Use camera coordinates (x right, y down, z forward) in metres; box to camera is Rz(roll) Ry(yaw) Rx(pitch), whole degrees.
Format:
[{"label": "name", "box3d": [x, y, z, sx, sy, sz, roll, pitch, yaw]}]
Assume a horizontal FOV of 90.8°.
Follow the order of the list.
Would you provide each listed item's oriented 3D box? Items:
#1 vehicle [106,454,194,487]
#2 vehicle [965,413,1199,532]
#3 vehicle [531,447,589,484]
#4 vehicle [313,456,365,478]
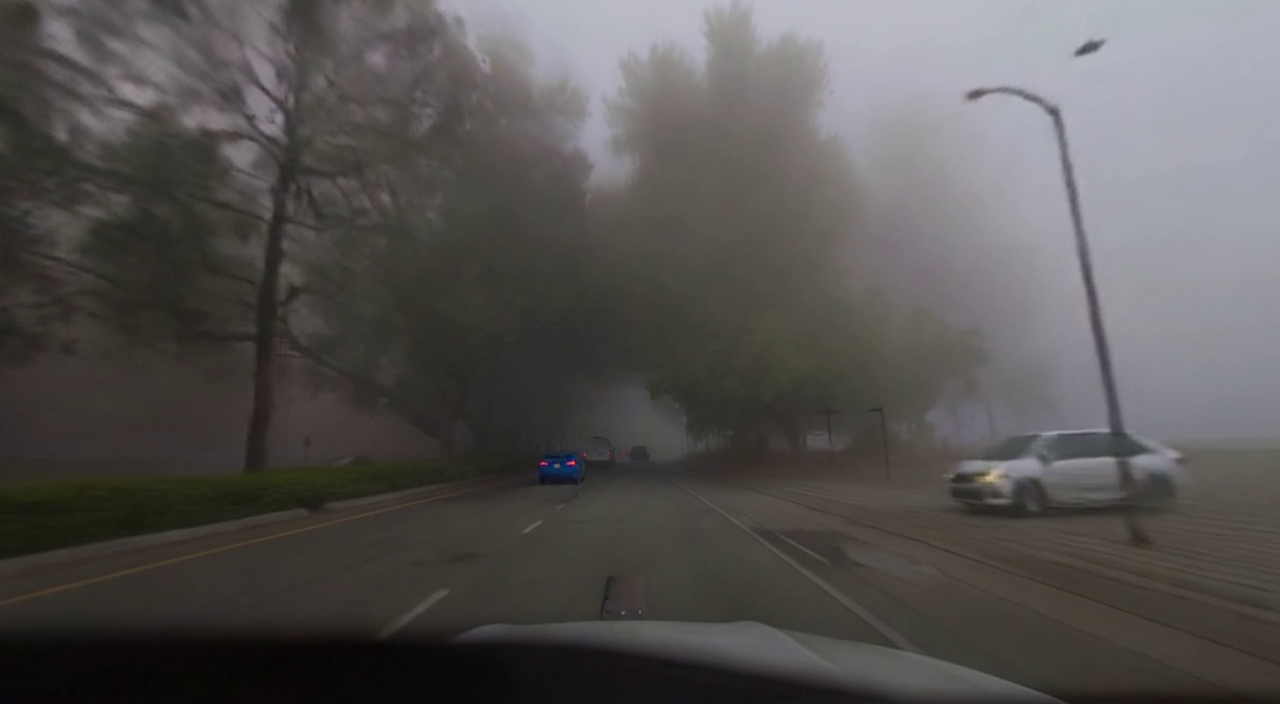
[{"label": "vehicle", "box3d": [-32.801, 8.052, 42.534, 2.140, 1.763, 5.276, 2, -15, -7]}, {"label": "vehicle", "box3d": [7.045, 1.934, 10.463, 1.596, 1.654, 2.920, 0, -9, -2]}, {"label": "vehicle", "box3d": [-3.400, 4.915, 27.627, 2.009, 1.473, 4.028, 0, -9, 0]}, {"label": "vehicle", "box3d": [-22.800, 8.725, 48.079, 1.817, 1.499, 4.440, 0, -9, -1]}]
